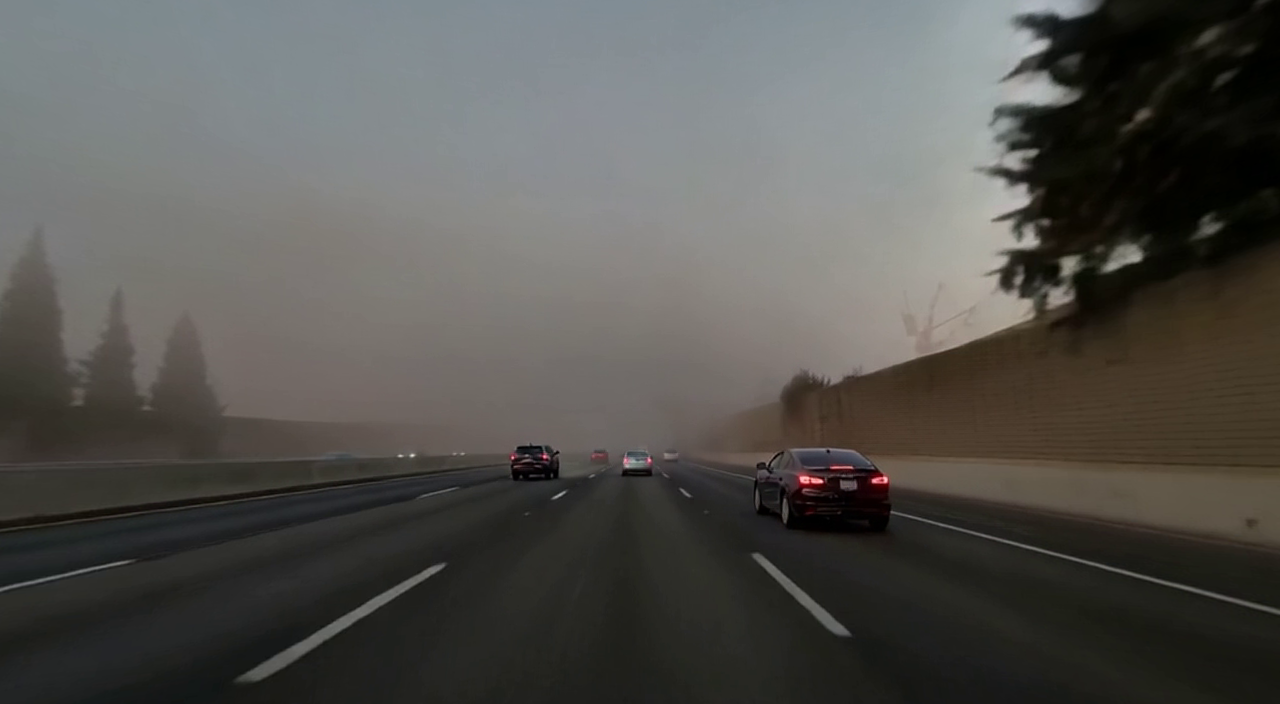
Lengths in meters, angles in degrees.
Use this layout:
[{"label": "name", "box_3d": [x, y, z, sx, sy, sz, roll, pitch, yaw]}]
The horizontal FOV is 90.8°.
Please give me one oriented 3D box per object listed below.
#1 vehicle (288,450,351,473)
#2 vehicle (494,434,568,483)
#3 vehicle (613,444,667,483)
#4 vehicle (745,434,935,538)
[{"label": "vehicle", "box_3d": [-22.721, 7.785, 45.000, 1.882, 1.487, 4.861, 0, -8, 0]}, {"label": "vehicle", "box_3d": [-4.237, 4.238, 25.388, 2.121, 1.775, 4.335, 0, -8, 1]}, {"label": "vehicle", "box_3d": [-0.013, 4.497, 25.779, 2.045, 1.452, 4.040, 0, -8, -1]}, {"label": "vehicle", "box_3d": [3.316, 2.296, 11.586, 1.917, 1.507, 4.540, 0, -8, -1]}]
